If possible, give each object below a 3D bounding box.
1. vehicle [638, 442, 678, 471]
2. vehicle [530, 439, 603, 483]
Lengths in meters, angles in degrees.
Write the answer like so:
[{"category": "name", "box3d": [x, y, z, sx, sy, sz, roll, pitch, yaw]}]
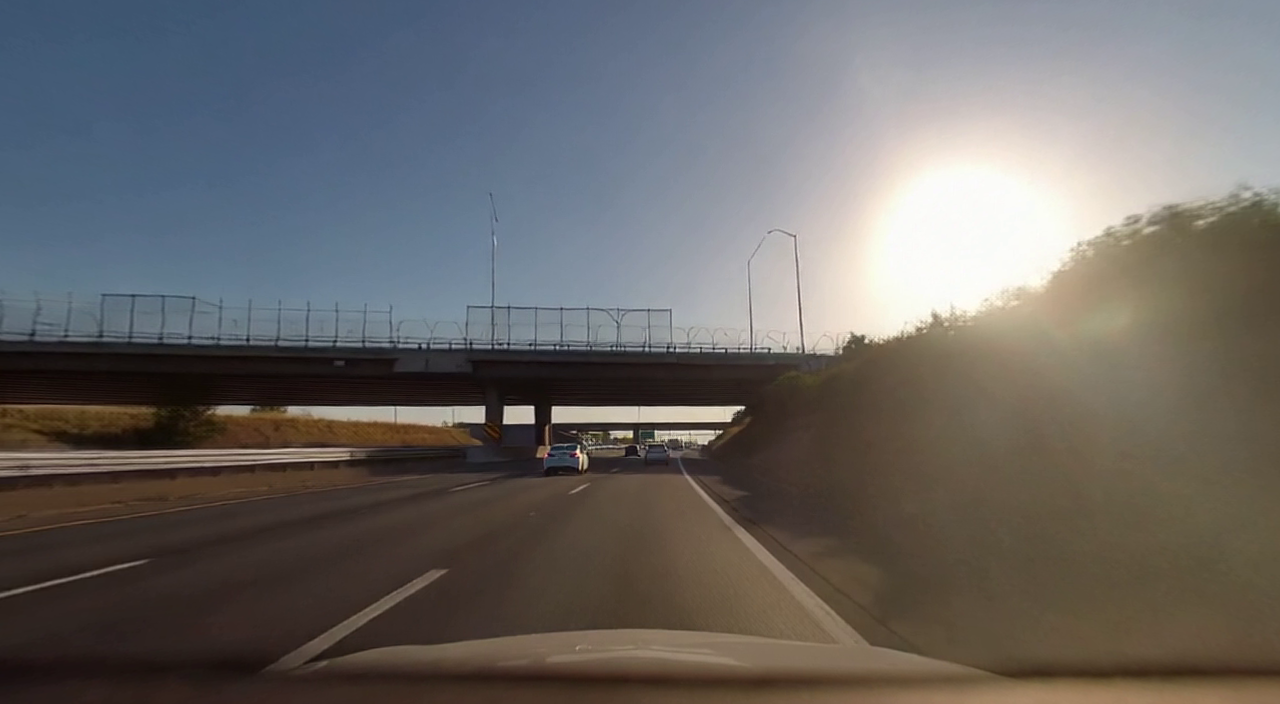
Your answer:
[{"category": "vehicle", "box3d": [1.060, 5.952, 36.011, 2.129, 1.502, 4.321, 0, -9, 3]}, {"category": "vehicle", "box3d": [-2.807, 4.300, 25.024, 2.129, 1.563, 4.387, -1, -9, 3]}]
